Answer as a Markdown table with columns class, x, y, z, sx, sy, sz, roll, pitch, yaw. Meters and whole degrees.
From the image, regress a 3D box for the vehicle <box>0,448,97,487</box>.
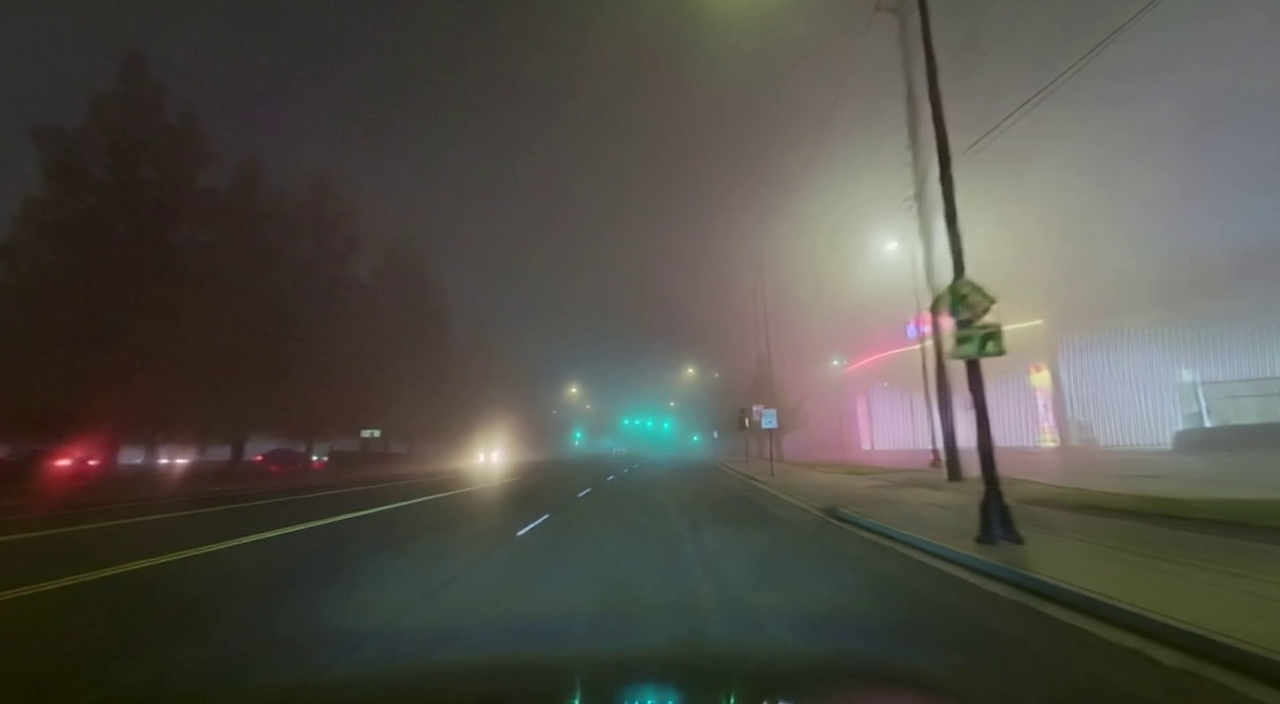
| class | x | y | z | sx | sy | sz | roll | pitch | yaw |
| --- | --- | --- | --- | --- | --- | --- | --- | --- | --- |
| vehicle | -27.786 | 5.164 | 28.305 | 4.816 | 1.655 | 1.928 | 0 | -9 | 2 |

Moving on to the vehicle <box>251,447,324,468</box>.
| class | x | y | z | sx | sy | sz | roll | pitch | yaw |
| --- | --- | --- | --- | --- | --- | --- | --- | --- | --- |
| vehicle | -28.019 | 8.382 | 49.970 | 4.692 | 1.576 | 1.864 | 0 | -9 | -1 |
